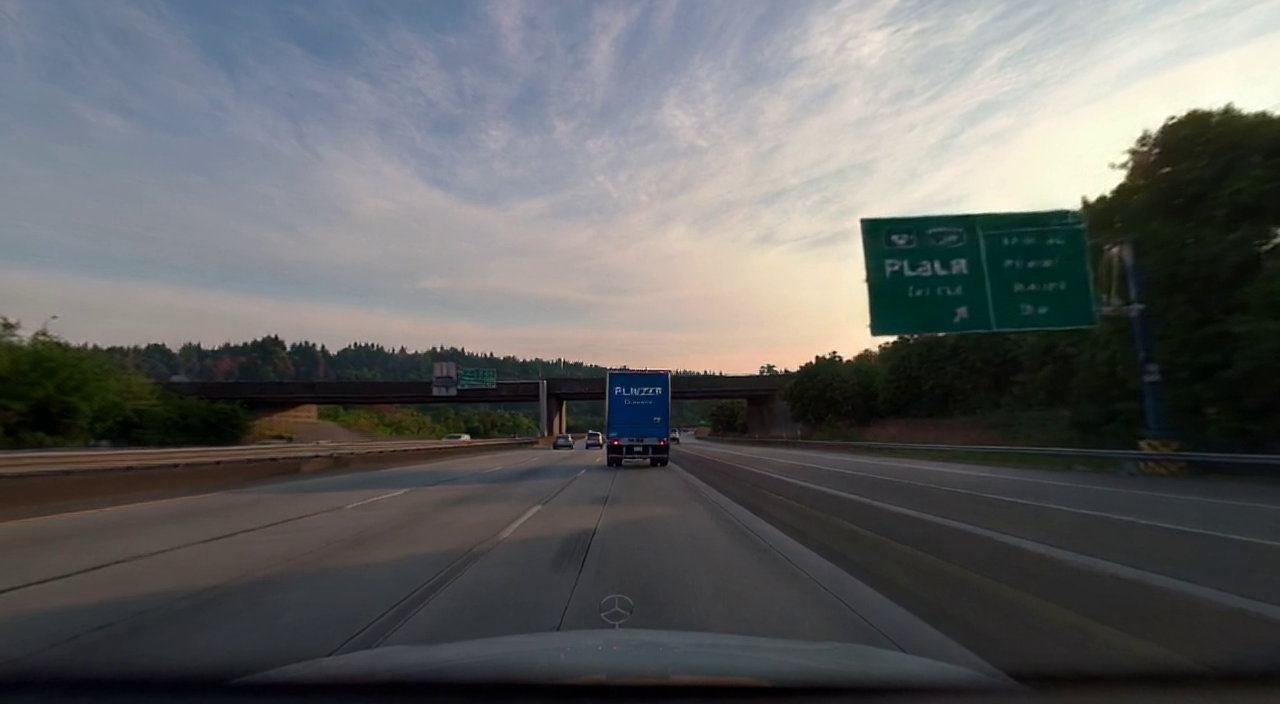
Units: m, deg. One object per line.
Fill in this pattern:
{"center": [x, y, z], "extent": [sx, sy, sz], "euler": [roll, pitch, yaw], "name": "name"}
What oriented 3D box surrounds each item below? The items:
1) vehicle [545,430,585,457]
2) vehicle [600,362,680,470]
{"center": [-4.970, 6.149, 42.366], "extent": [2.198, 1.712, 4.655], "euler": [0, -8, -1], "name": "vehicle"}
{"center": [-0.150, 3.156, 29.155], "extent": [2.926, 3.959, 11.818], "euler": [0, -8, -1], "name": "vehicle"}
